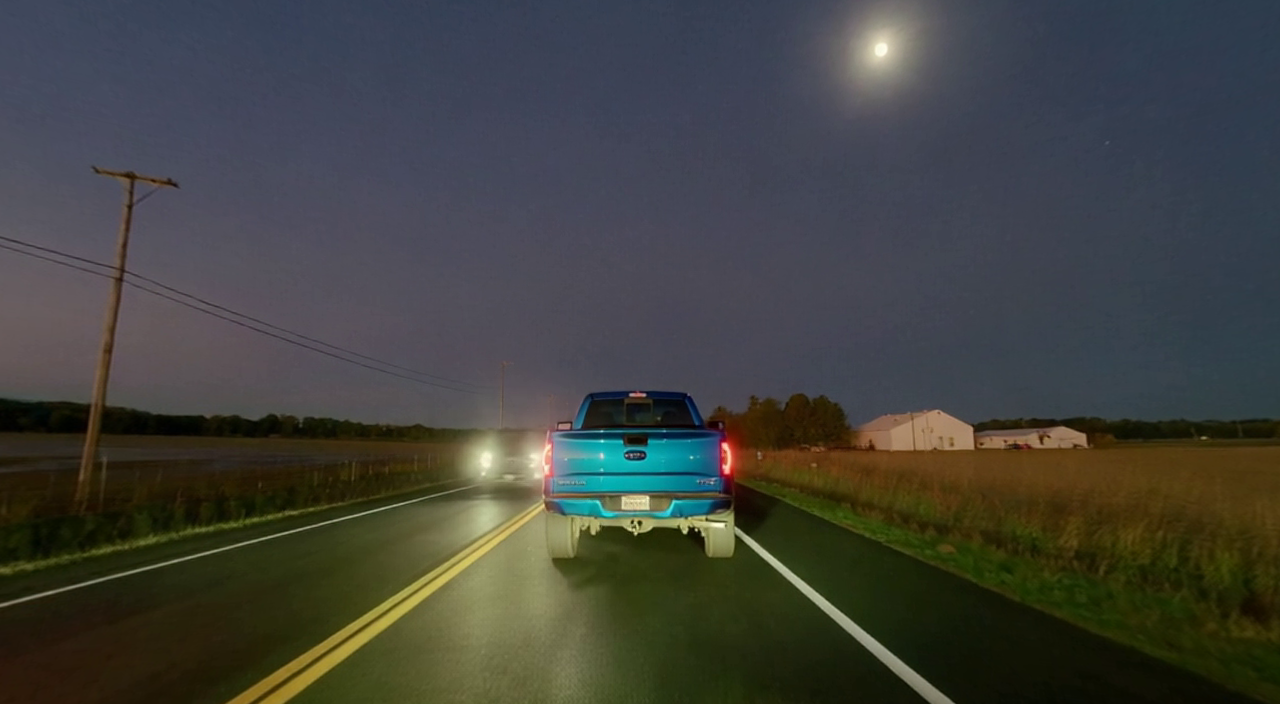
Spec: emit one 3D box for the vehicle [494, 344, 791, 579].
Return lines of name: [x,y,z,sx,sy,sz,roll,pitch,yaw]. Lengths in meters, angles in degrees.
vehicle: [-0.064,1.608,9.982,2.912,2.320,7.292,0,-8,-1]
